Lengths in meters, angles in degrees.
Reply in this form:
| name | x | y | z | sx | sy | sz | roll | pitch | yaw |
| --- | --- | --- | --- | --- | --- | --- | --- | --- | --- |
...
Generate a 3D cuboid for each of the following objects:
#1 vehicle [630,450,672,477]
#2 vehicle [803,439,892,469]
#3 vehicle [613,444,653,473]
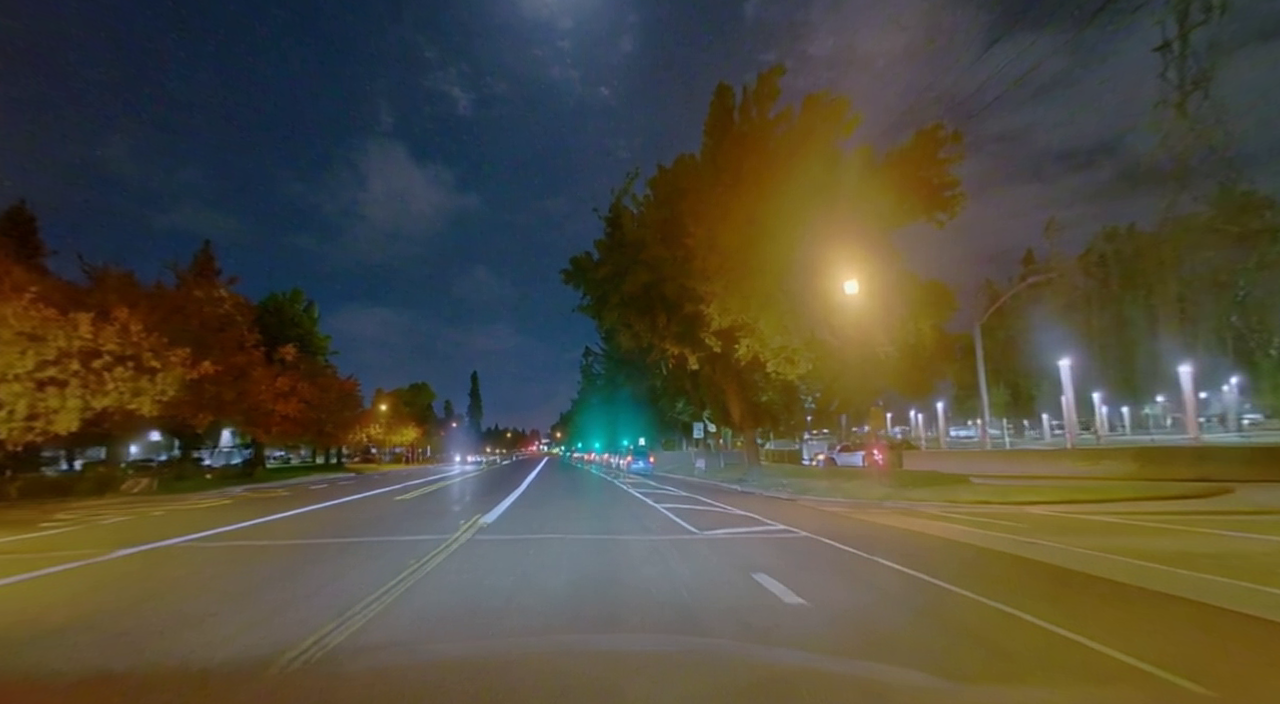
| name | x | y | z | sx | sy | sz | roll | pitch | yaw |
| --- | --- | --- | --- | --- | --- | --- | --- | --- | --- |
| vehicle | 0.620 | 6.739 | 38.348 | 1.866 | 1.492 | 4.093 | 1 | -9 | -9 |
| vehicle | 11.259 | 5.555 | 34.442 | 4.201 | 1.546 | 1.749 | 1 | -9 | -6 |
| vehicle | -0.575 | 7.524 | 44.890 | 2.143 | 1.867 | 5.373 | 1 | -9 | -8 |
